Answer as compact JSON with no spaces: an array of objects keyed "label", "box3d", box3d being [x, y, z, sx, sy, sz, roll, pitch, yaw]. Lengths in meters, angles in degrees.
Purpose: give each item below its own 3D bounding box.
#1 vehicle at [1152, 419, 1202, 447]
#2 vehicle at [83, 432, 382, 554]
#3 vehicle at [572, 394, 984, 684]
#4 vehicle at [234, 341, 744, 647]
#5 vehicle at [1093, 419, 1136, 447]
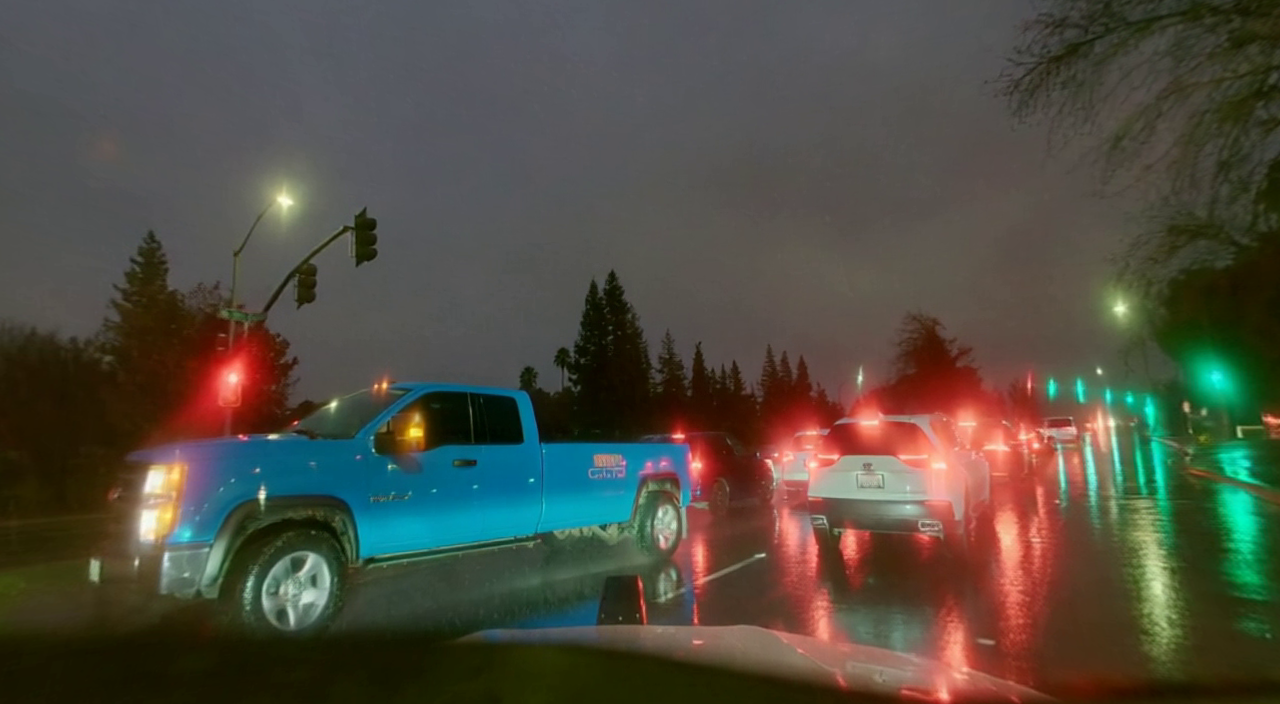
[{"label":"vehicle","box3d":[35.785,5.474,42.185,2.183,1.714,4.491,-7,-11,37]},{"label":"vehicle","box3d":[-8.321,2.799,13.451,2.174,2.057,4.738,-6,-10,33]},{"label":"vehicle","box3d":[1.723,1.377,5.994,2.027,1.549,4.801,-6,-10,35]},{"label":"vehicle","box3d":[-0.876,1.398,7.463,2.272,2.016,6.146,-5,-10,27]},{"label":"vehicle","box3d":[32.816,5.671,43.717,2.160,1.790,4.303,-6,-10,35]}]
